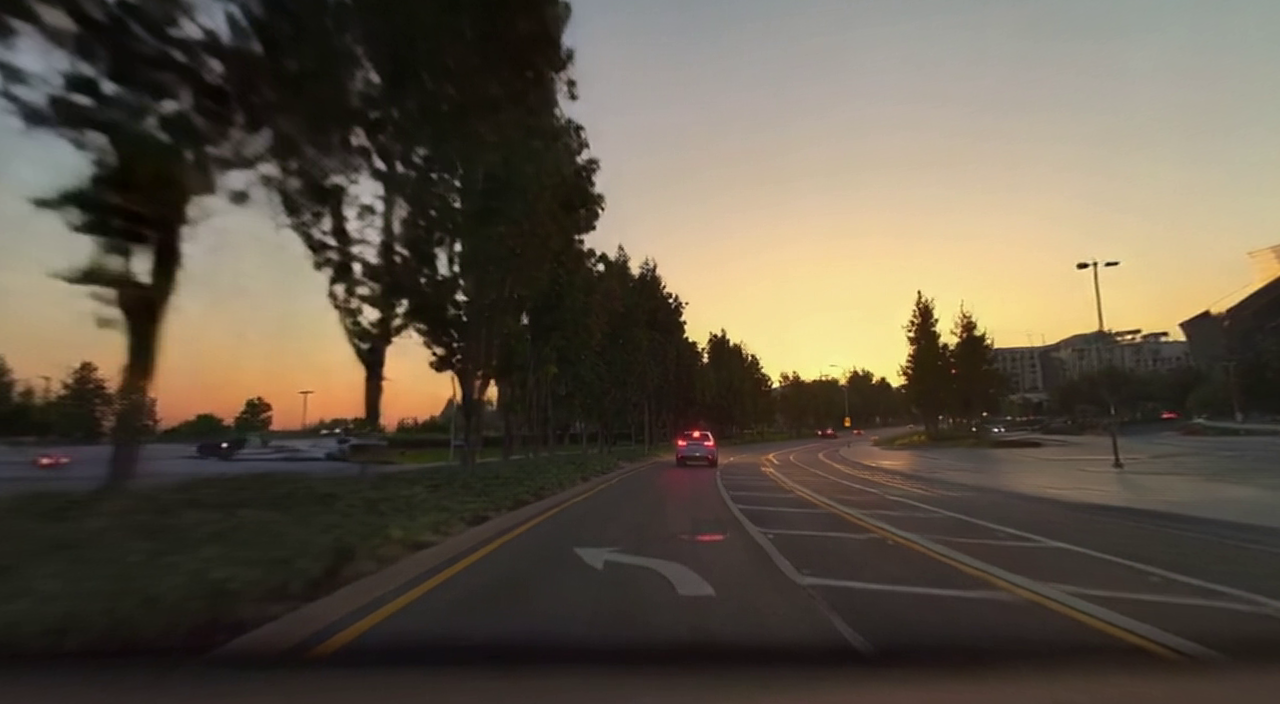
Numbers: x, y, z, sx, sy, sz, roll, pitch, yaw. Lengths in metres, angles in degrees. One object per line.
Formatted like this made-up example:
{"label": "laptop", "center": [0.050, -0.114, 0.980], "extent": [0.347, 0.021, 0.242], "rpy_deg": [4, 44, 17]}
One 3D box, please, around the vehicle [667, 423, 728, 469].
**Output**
{"label": "vehicle", "center": [2.802, 4.387, 29.325], "extent": [2.371, 1.926, 5.615], "rpy_deg": [-1, -9, 9]}

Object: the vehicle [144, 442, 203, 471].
{"label": "vehicle", "center": [-30.897, 6.897, 41.717], "extent": [2.123, 1.834, 4.749], "rpy_deg": [4, -9, -25]}

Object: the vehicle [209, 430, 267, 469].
{"label": "vehicle", "center": [-28.538, 6.859, 44.715], "extent": [2.346, 2.341, 5.455], "rpy_deg": [0, -6, -21]}

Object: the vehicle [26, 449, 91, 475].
{"label": "vehicle", "center": [-35.794, 6.752, 38.737], "extent": [1.983, 1.491, 4.333], "rpy_deg": [5, -10, -31]}

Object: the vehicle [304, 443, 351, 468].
{"label": "vehicle", "center": [-21.080, 6.964, 42.496], "extent": [2.058, 1.580, 4.134], "rpy_deg": [2, -9, -16]}

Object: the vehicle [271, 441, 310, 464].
{"label": "vehicle", "center": [-25.795, 7.399, 46.394], "extent": [1.916, 1.563, 3.941], "rpy_deg": [3, -9, -21]}
